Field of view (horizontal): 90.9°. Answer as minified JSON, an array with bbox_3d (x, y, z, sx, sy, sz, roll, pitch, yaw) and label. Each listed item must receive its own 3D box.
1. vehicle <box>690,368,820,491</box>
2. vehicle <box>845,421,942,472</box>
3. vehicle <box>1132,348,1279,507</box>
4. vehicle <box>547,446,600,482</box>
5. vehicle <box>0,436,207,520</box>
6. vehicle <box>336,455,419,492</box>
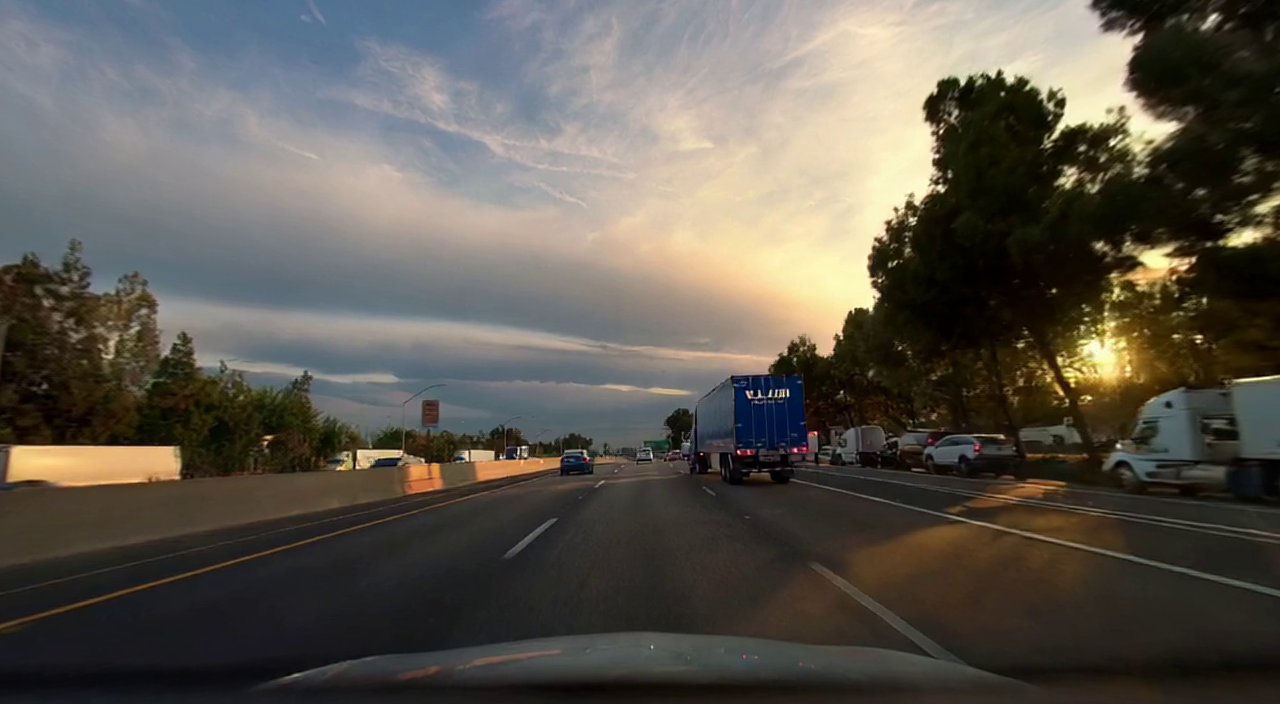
[{"bbox_3d":[4.390,3.658,28.195,2.847,4.075,14.244,0,-9,-1],"label":"vehicle"},{"bbox_3d":[17.883,6.834,45.455,2.809,3.269,10.050,0,-9,0],"label":"vehicle"},{"bbox_3d":[18.013,1.493,13.701,2.893,4.062,14.163,-3,-9,-1],"label":"vehicle"},{"bbox_3d":[-3.181,5.453,30.969,2.107,1.626,4.804,0,-9,-1],"label":"vehicle"},{"bbox_3d":[-31.799,6.940,35.982,3.036,3.943,15.317,0,-9,1],"label":"vehicle"},{"bbox_3d":[-12.203,5.644,29.651,1.986,1.545,4.488,0,-9,0],"label":"vehicle"}]
